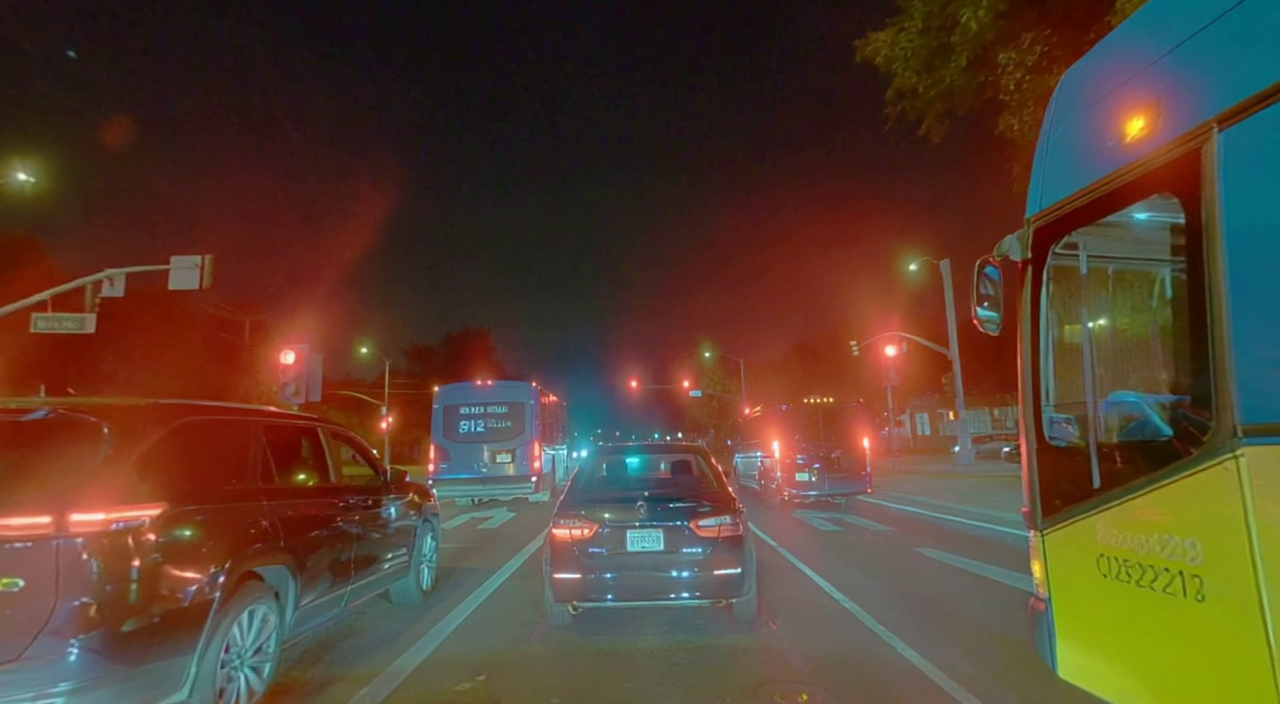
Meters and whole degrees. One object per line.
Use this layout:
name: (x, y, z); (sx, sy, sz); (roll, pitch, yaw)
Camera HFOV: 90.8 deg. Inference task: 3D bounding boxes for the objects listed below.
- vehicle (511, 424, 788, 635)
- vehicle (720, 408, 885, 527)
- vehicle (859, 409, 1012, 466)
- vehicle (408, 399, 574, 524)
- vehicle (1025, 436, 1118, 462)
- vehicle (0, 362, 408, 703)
vehicle: (0.060, 1.546, 6.413); (1.976, 1.485, 3.624); (0, -8, 0)
vehicle: (3.152, 2.397, 13.686); (2.143, 2.036, 5.367); (0, -8, 0)
vehicle: (17.581, 5.134, 37.929); (7.839, 3.213, 2.628); (0, -8, -3)
vehicle: (-2.944, 2.344, 13.974); (2.335, 2.221, 5.165); (0, -8, 1)
vehicle: (25.884, 5.822, 37.997); (4.229, 1.489, 1.794); (0, -8, -1)
vehicle: (-3.416, 1.183, 4.620); (1.921, 1.701, 3.989); (0, -8, 0)
